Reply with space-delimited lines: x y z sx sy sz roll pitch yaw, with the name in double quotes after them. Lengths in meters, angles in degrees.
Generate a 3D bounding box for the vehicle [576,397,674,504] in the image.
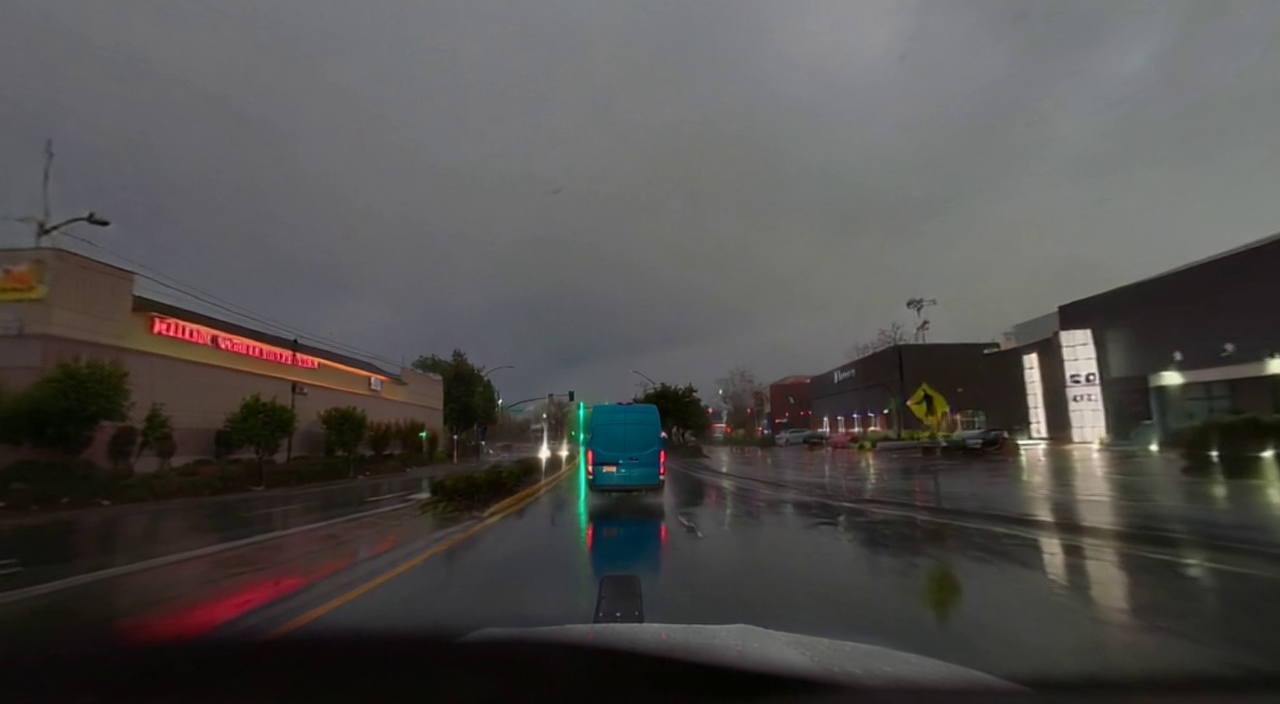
-0.597 2.879 18.467 2.432 2.624 5.670 0 -9 -4 "vehicle"
